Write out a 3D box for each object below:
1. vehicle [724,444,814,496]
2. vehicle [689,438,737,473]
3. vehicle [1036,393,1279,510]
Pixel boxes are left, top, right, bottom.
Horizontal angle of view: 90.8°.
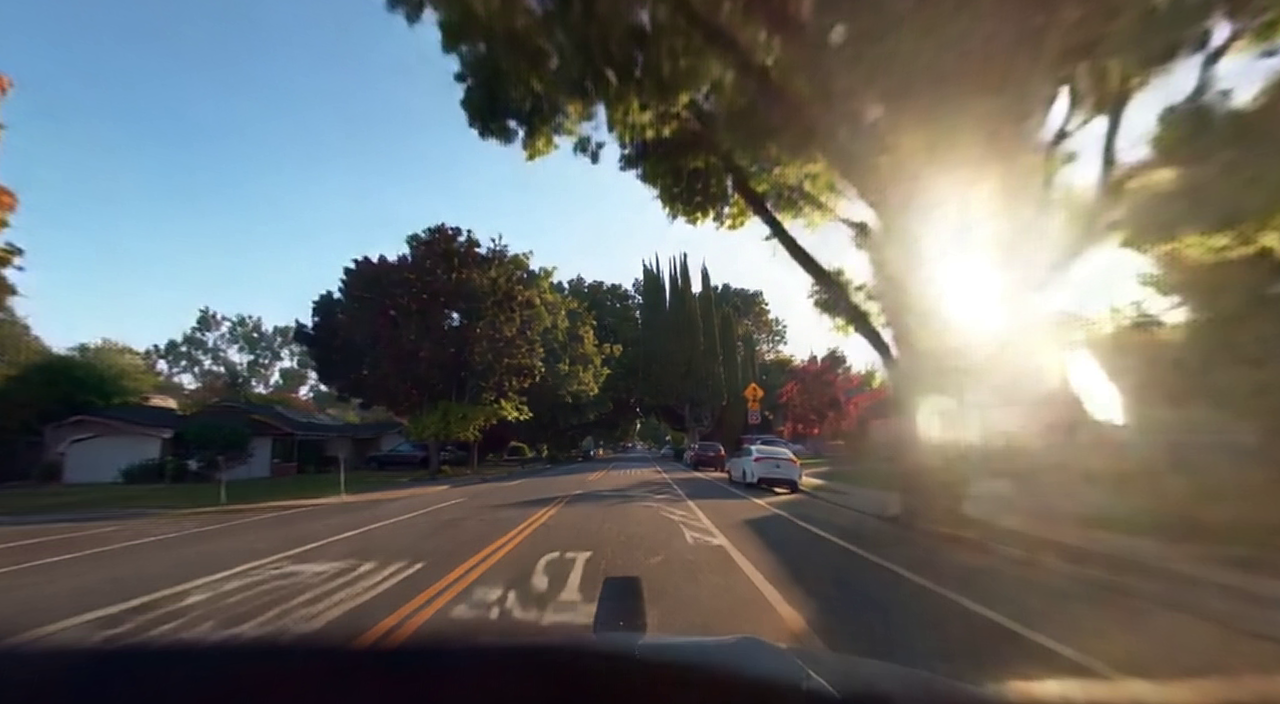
[{"bbox_3d":[3.960,3.672,20.115,1.940,1.470,4.101,0,-9,-1],"label":"vehicle"},{"bbox_3d":[3.962,5.731,35.074,2.032,1.792,4.849,0,-9,0],"label":"vehicle"},{"bbox_3d":[10.965,1.888,12.543,4.459,1.696,2.361,-6,-8,-1],"label":"vehicle"}]
